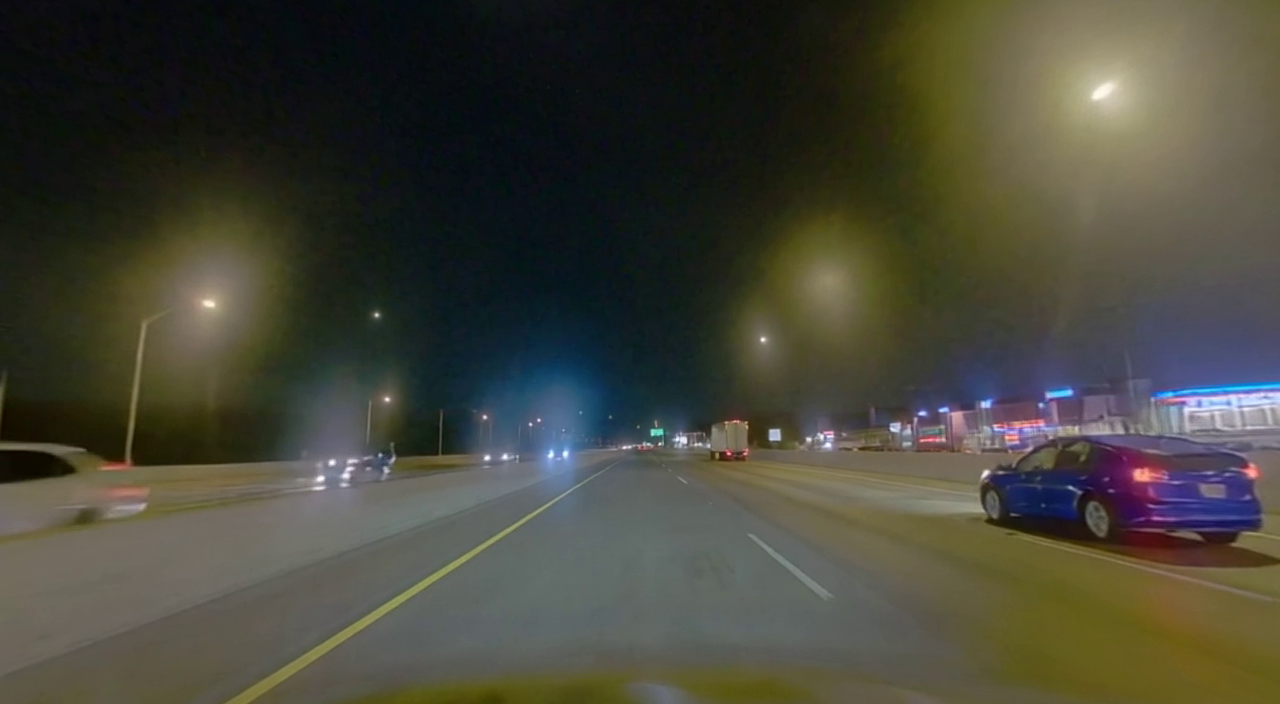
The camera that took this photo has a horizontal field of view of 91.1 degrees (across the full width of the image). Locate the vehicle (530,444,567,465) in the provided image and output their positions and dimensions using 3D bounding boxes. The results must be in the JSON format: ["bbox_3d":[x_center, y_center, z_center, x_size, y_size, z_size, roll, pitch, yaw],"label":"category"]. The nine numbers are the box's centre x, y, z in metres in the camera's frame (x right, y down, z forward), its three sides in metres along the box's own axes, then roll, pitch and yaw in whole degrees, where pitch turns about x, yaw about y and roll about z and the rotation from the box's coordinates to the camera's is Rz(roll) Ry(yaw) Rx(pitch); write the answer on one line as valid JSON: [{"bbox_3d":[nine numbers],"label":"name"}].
[{"bbox_3d":[-7.020,7.919,48.616,2.071,1.503,4.636,0,-9,2],"label":"vehicle"}]

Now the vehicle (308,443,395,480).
[{"bbox_3d":[-14.649,5.562,32.218,2.137,1.729,4.767,0,-8,1],"label":"vehicle"}]

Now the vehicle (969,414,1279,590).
[{"bbox_3d":[6.573,1.670,7.884,2.079,1.518,5.032,0,-8,-1],"label":"vehicle"}]
